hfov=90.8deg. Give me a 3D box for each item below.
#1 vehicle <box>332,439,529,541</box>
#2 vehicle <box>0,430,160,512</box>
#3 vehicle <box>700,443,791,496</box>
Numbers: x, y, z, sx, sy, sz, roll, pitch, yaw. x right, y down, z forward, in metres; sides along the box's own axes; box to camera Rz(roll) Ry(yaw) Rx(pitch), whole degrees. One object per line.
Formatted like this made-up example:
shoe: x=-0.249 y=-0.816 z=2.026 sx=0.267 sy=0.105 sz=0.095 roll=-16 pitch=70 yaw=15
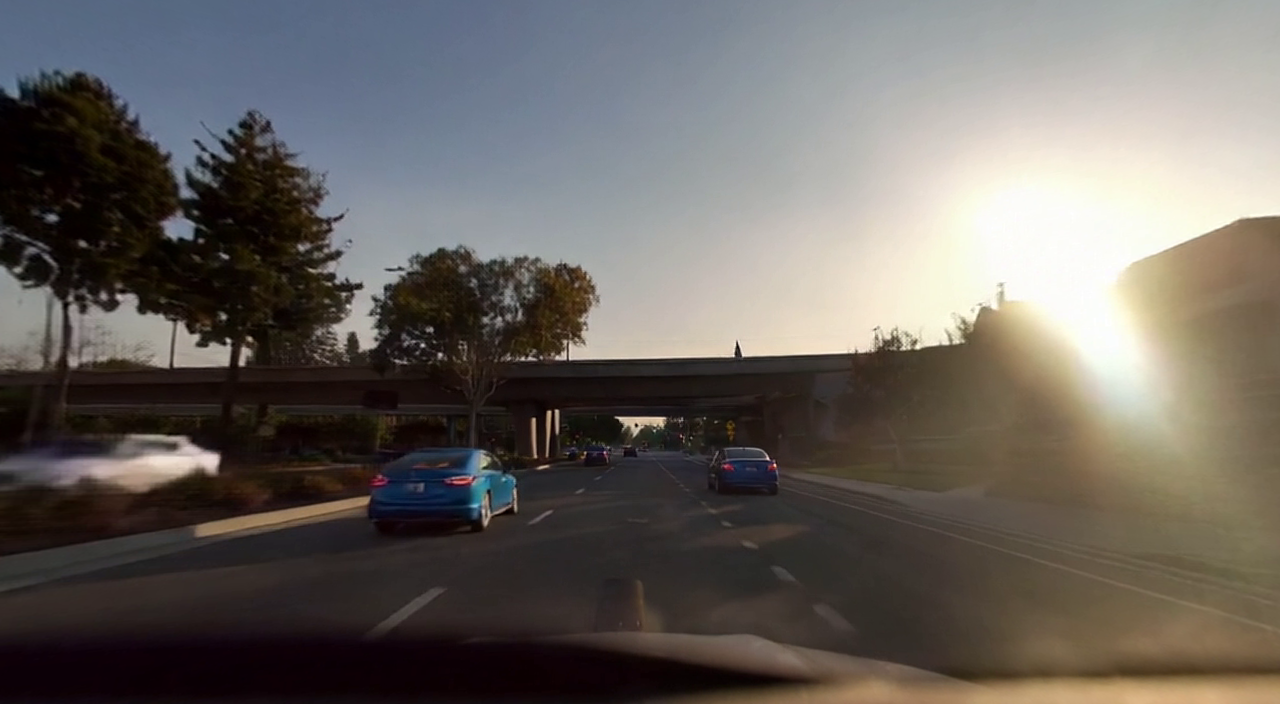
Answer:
vehicle: x=-3.500 y=2.382 z=11.635 sx=2.060 sy=1.484 sz=4.417 roll=0 pitch=-8 yaw=1
vehicle: x=-13.773 y=2.643 z=14.436 sx=2.090 sy=1.600 sz=4.492 roll=0 pitch=-8 yaw=-1
vehicle: x=3.208 y=3.677 z=20.175 sx=2.068 sy=1.497 sz=4.247 roll=0 pitch=-8 yaw=-2
